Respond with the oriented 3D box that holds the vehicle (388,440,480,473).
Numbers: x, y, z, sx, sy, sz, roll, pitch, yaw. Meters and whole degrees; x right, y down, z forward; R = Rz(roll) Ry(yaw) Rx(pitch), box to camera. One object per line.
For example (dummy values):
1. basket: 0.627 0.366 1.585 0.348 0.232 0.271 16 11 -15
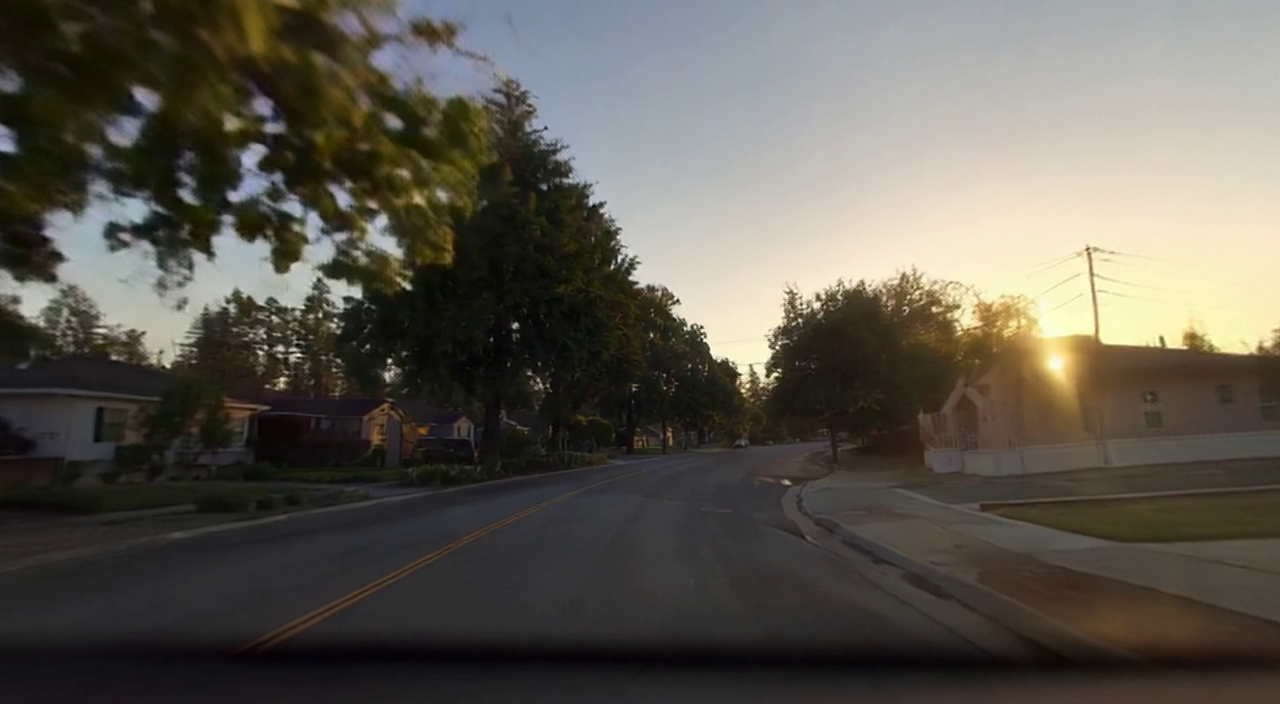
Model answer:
1. vehicle: -11.008 5.625 34.036 4.485 1.663 2.111 2 -9 -14
